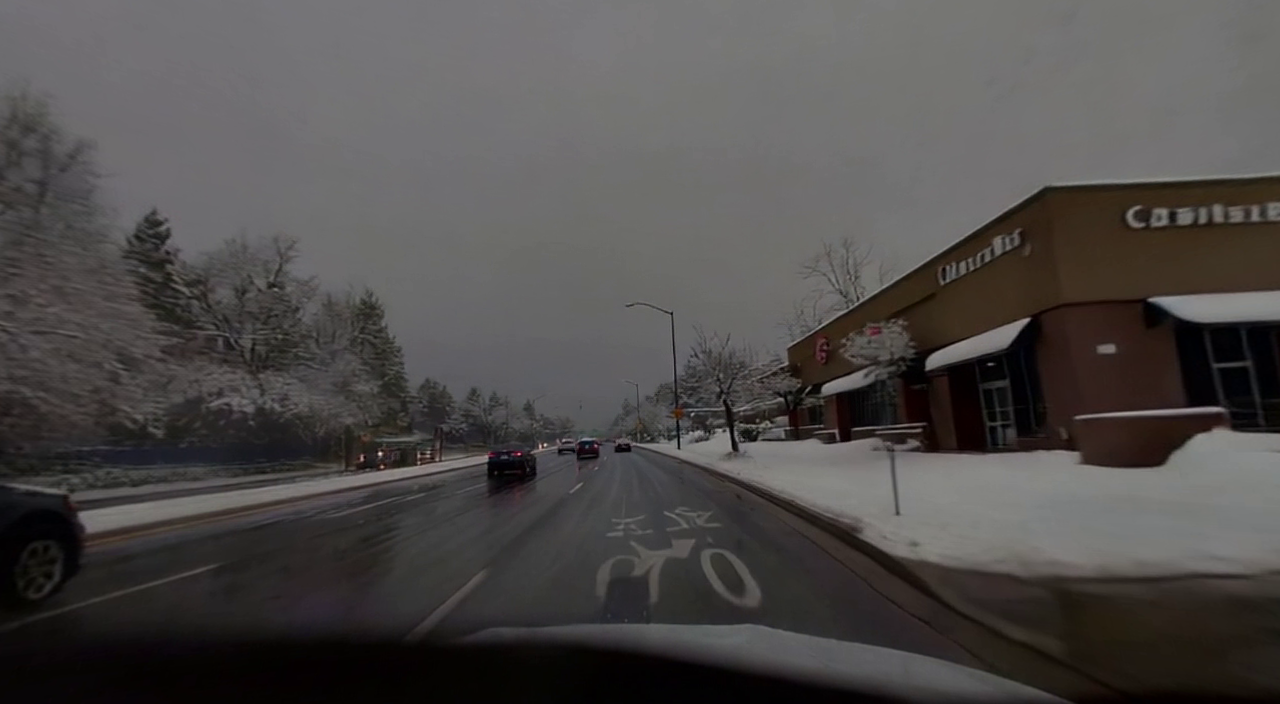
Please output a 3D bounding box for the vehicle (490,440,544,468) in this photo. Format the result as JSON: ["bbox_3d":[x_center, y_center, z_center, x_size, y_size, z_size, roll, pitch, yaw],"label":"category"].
[{"bbox_3d":[-6.620,5.555,34.424,2.072,1.427,4.328,0,-8,0],"label":"vehicle"}]

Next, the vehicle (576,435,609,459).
[{"bbox_3d":[-3.503,7.080,46.941,2.100,1.661,3.837,0,-8,0],"label":"vehicle"}]
